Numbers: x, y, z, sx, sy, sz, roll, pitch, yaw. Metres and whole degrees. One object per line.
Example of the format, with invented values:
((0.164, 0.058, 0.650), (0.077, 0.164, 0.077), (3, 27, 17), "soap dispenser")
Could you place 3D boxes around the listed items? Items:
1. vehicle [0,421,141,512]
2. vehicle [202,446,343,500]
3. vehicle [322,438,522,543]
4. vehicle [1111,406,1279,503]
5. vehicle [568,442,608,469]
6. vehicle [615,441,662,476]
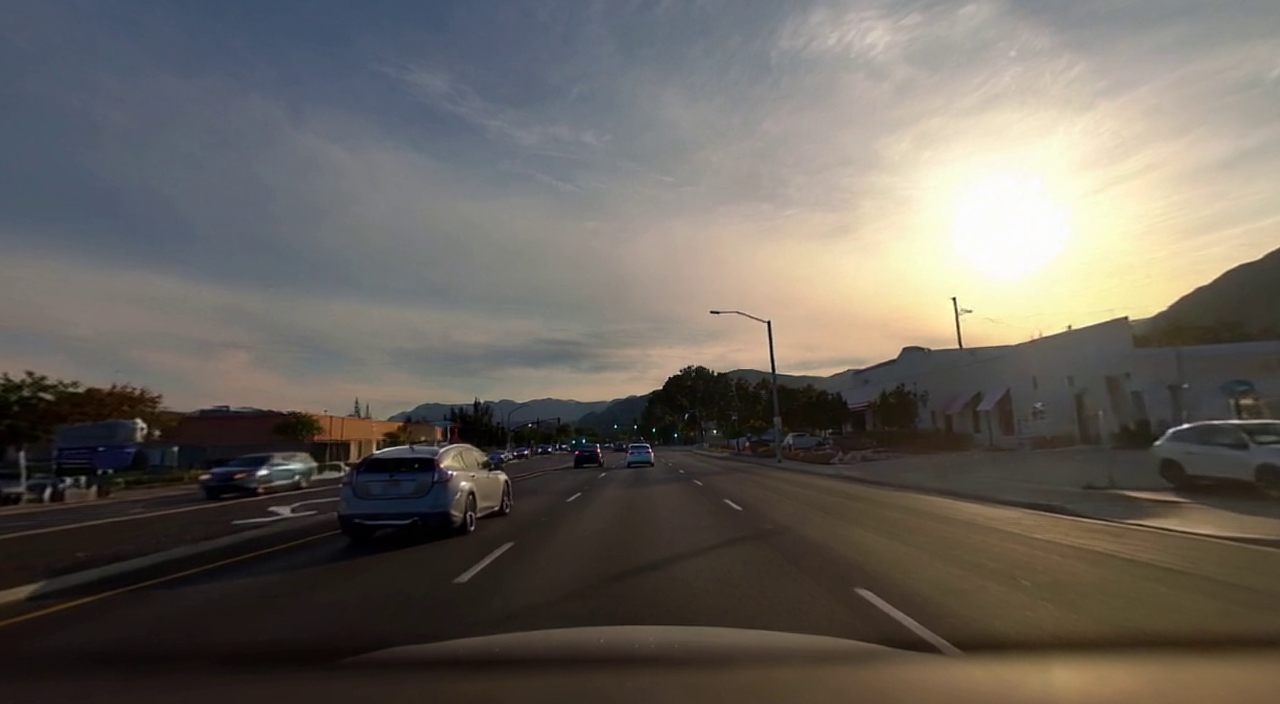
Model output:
((-22.985, 4.552, 25.552), (2.843, 3.351, 3.542), (2, -9, -15), "vehicle")
((-12.301, 4.036, 21.513), (2.075, 1.636, 4.464), (0, -9, 1), "vehicle")
((-3.555, 2.333, 11.278), (2.003, 1.488, 4.282), (0, -9, 0), "vehicle")
((12.878, 2.131, 13.198), (2.072, 1.769, 5.000), (0, -9, -1), "vehicle")
((-3.010, 6.160, 37.490), (1.939, 1.496, 4.309), (0, -9, 1), "vehicle")
((-0.077, 4.895, 29.101), (2.019, 1.459, 4.005), (0, -9, -1), "vehicle")
